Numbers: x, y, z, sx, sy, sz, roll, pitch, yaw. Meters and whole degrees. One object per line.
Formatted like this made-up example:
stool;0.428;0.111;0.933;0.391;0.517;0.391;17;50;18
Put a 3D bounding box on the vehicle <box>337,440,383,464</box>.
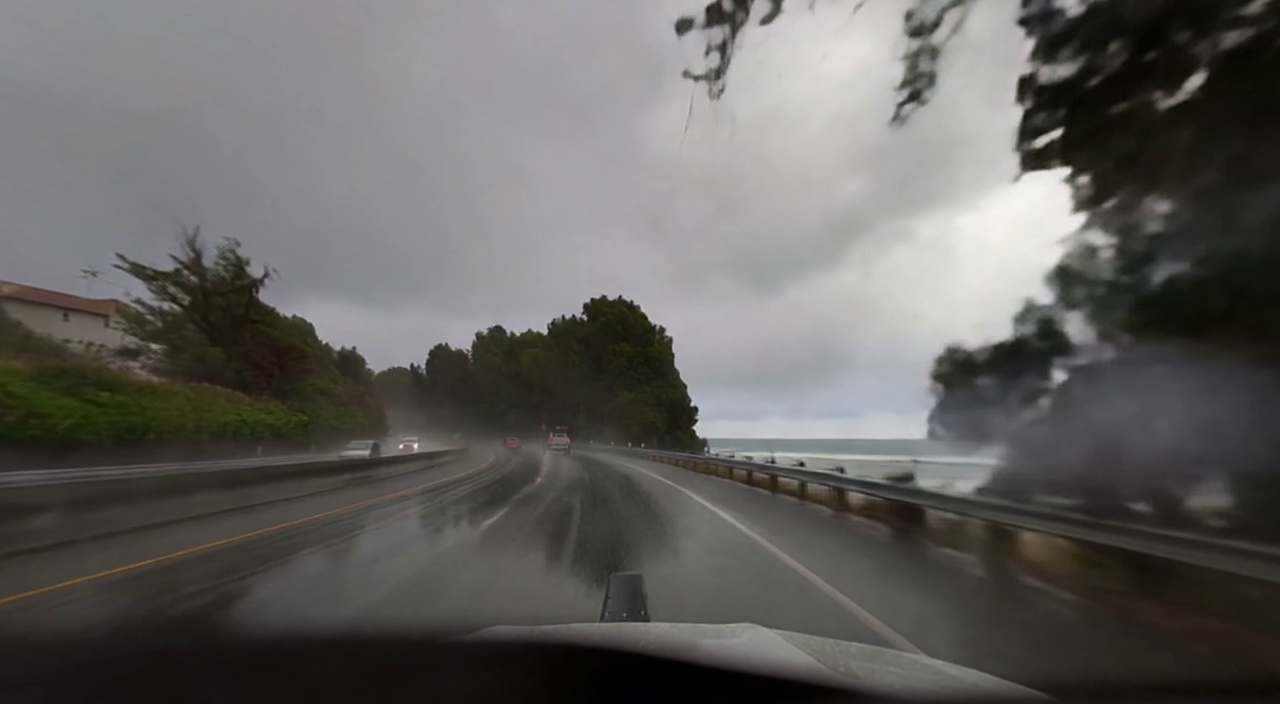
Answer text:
vehicle;-19.839;7.078;44.876;1.929;1.611;4.479;1;-8;-11
